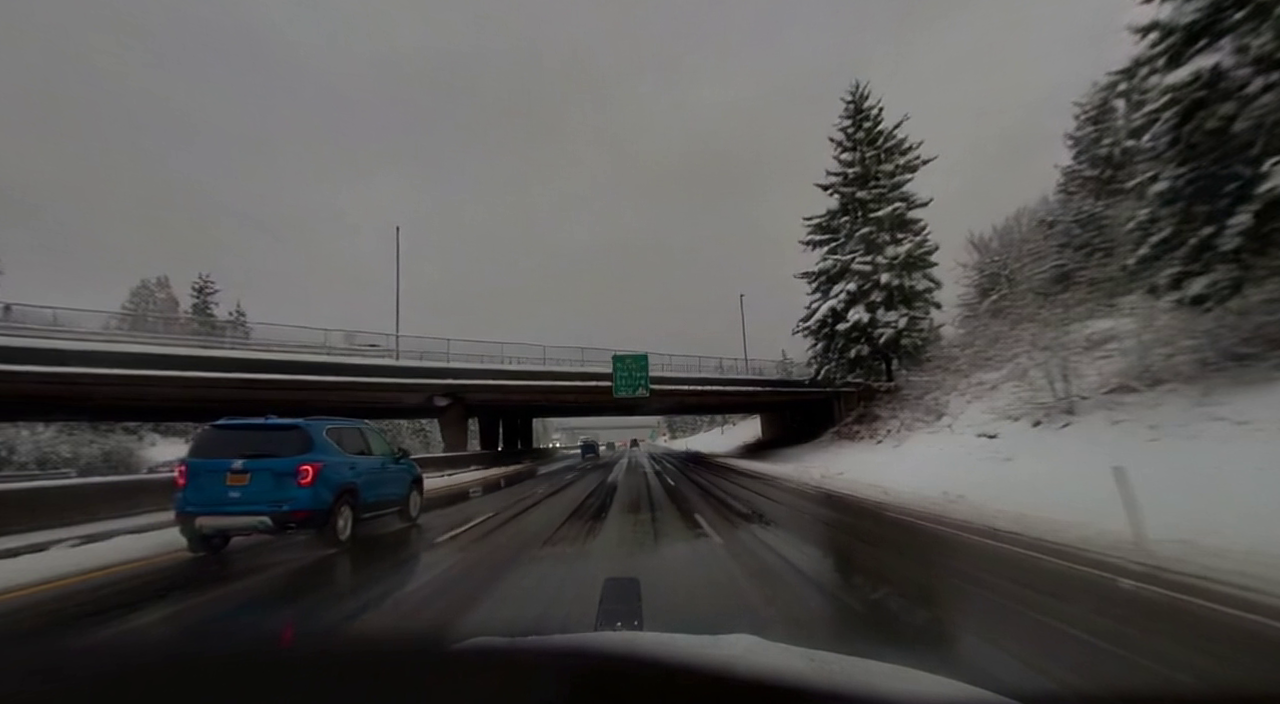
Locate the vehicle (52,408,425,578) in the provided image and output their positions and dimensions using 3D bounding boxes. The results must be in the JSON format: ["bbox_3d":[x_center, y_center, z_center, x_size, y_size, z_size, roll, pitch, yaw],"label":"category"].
[{"bbox_3d":[-4.734,1.703,8.448,2.125,1.662,4.336,0,-8,0],"label":"vehicle"}]
